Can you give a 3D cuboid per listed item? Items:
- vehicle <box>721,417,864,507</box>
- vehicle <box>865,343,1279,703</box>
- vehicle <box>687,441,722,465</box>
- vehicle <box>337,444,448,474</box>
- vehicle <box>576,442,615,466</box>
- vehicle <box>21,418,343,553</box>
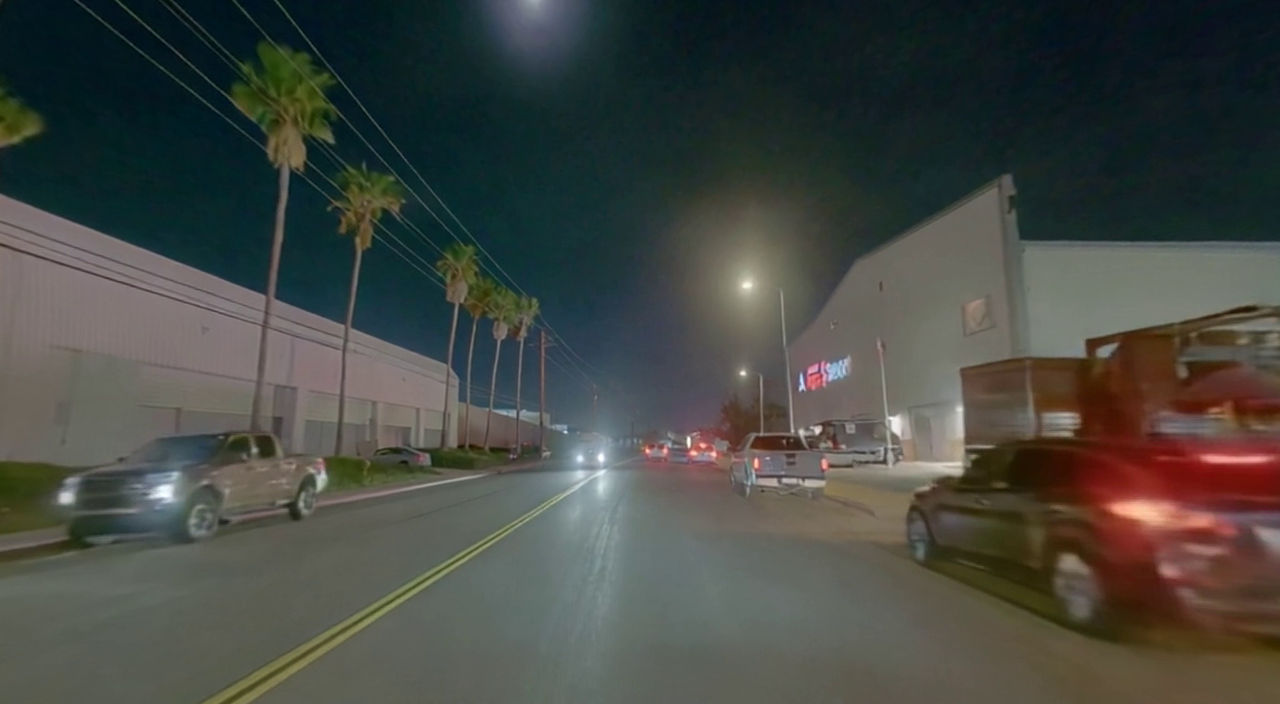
[{"bbox_3d":[3.770,2.896,17.088,2.345,1.969,6.070,0,-9,0],"label":"vehicle"},{"bbox_3d":[3.826,1.204,5.321,2.098,1.816,4.709,0,-9,0],"label":"vehicle"},{"bbox_3d":[4.698,7.442,46.624,2.111,1.611,4.576,0,-9,0],"label":"vehicle"},{"bbox_3d":[-13.517,5.866,34.705,5.187,1.563,2.095,0,-9,1],"label":"vehicle"},{"bbox_3d":[-2.871,6.741,41.895,2.033,1.492,4.477,-1,-9,3],"label":"vehicle"},{"bbox_3d":[-7.907,2.348,11.875,2.105,1.836,5.338,-2,-9,0],"label":"vehicle"}]
